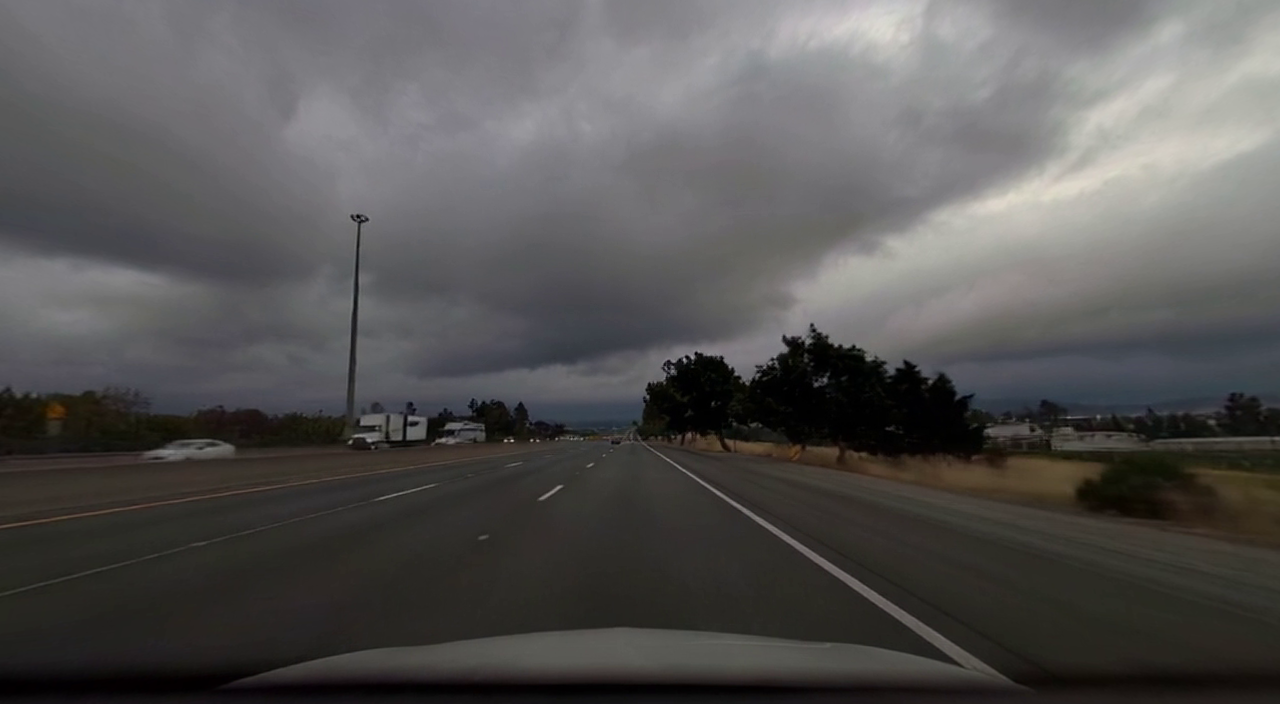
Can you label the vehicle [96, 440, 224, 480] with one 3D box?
[{"bbox_3d":[-20.583,4.613,27.255,1.903,1.517,4.590,0,-8,0],"label":"vehicle"}]
